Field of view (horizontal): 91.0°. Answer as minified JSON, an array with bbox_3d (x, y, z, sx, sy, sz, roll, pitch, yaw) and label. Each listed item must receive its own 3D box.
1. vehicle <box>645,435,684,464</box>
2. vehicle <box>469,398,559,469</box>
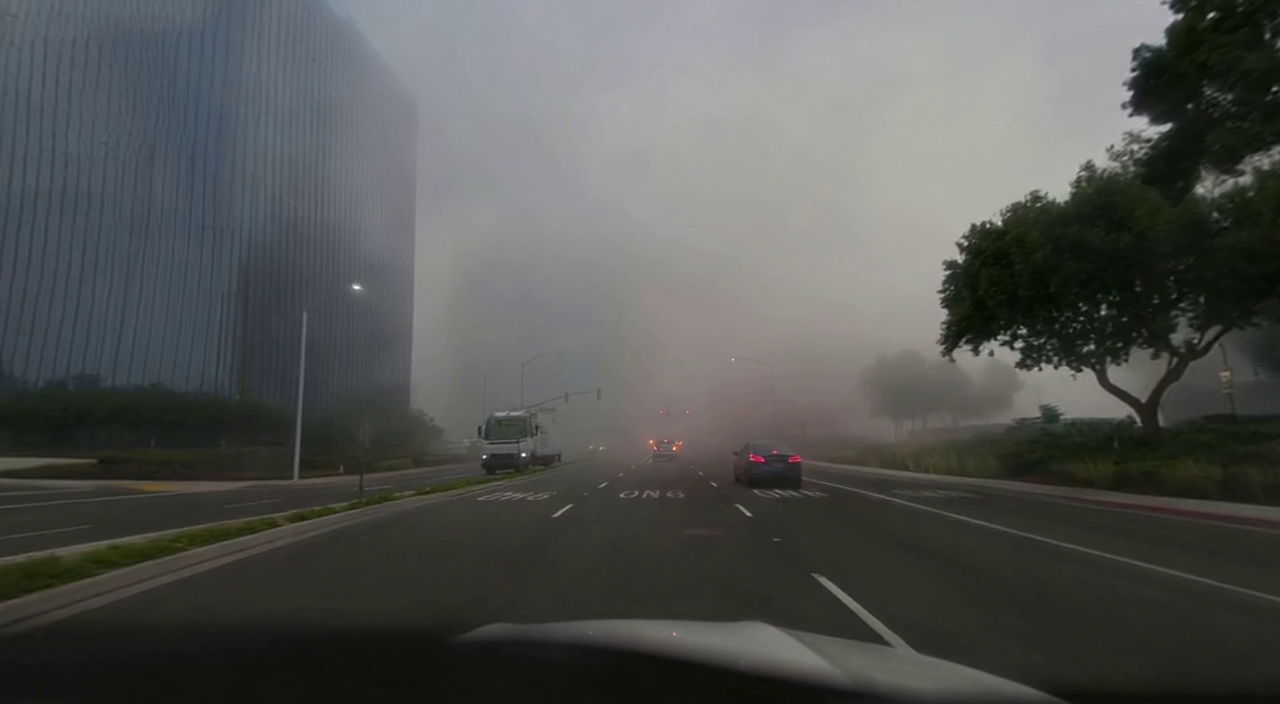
[{"bbox_3d":[1.737,6.890,44.435,2.601,1.878,4.535,0,-9,2],"label":"vehicle"},{"bbox_3d":[-7.683,5.381,40.558,3.065,3.928,11.252,0,-9,2],"label":"vehicle"}]
